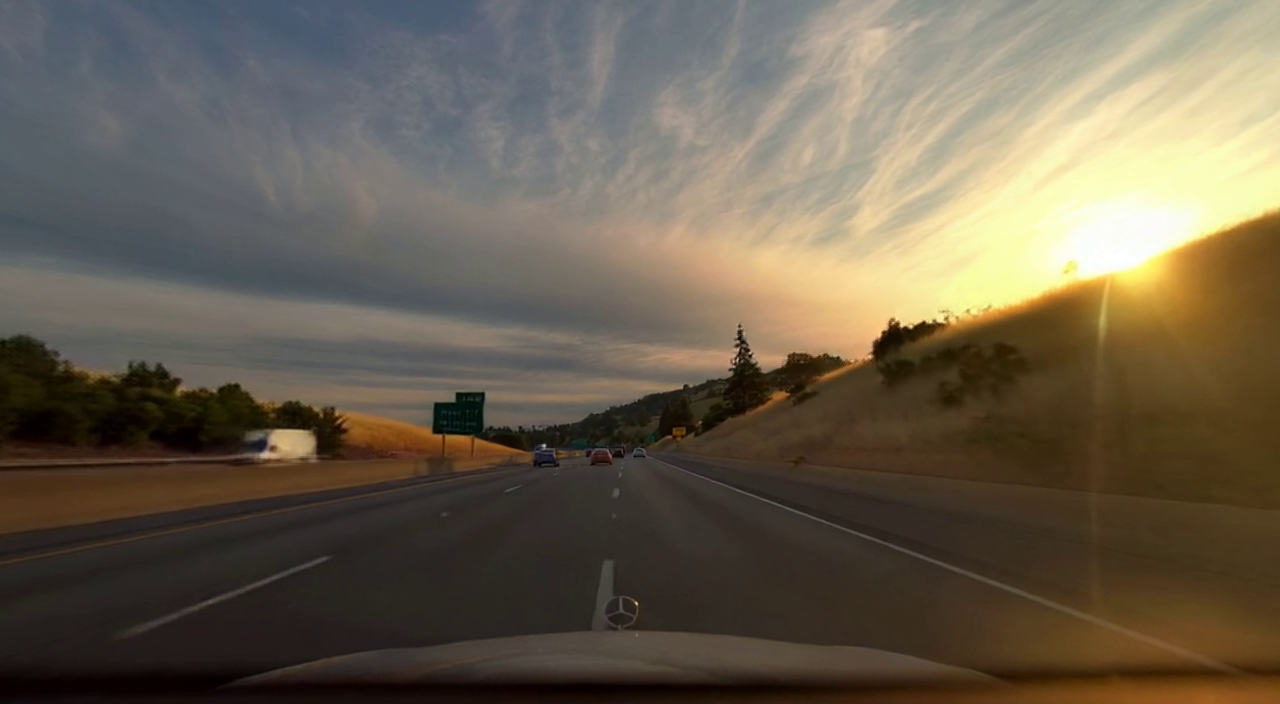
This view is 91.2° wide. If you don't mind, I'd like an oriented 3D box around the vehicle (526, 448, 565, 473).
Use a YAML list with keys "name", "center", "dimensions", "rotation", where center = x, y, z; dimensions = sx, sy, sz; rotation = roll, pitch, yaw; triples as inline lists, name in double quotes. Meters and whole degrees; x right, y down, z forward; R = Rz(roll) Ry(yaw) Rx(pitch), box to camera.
- name: "vehicle"
  center: [-6.350, 7.321, 42.529]
  dimensions: [2.028, 1.563, 4.734]
  rotation: [0, -9, -1]

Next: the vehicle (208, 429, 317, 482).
- name: "vehicle"
  center: [-20.146, 5.555, 33.884]
  dimensions: [2.319, 2.572, 5.944]
  rotation: [0, -9, -2]
